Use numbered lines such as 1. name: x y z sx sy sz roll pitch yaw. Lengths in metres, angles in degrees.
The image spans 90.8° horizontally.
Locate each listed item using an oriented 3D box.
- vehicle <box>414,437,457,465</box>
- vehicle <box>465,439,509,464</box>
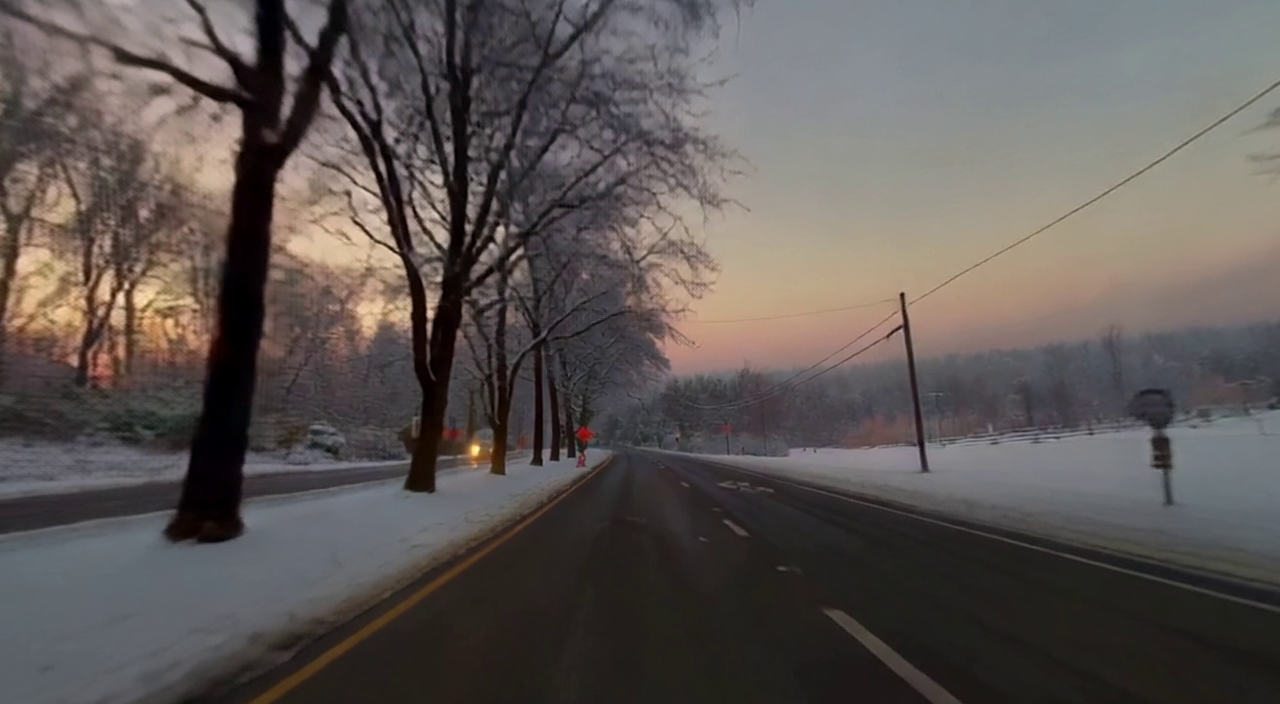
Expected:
1. vehicle: -15.712 7.594 48.620 2.340 2.062 3.192 0 -9 -3
2. vehicle: -11.554 7.569 48.010 2.236 1.758 4.564 0 -9 -1
